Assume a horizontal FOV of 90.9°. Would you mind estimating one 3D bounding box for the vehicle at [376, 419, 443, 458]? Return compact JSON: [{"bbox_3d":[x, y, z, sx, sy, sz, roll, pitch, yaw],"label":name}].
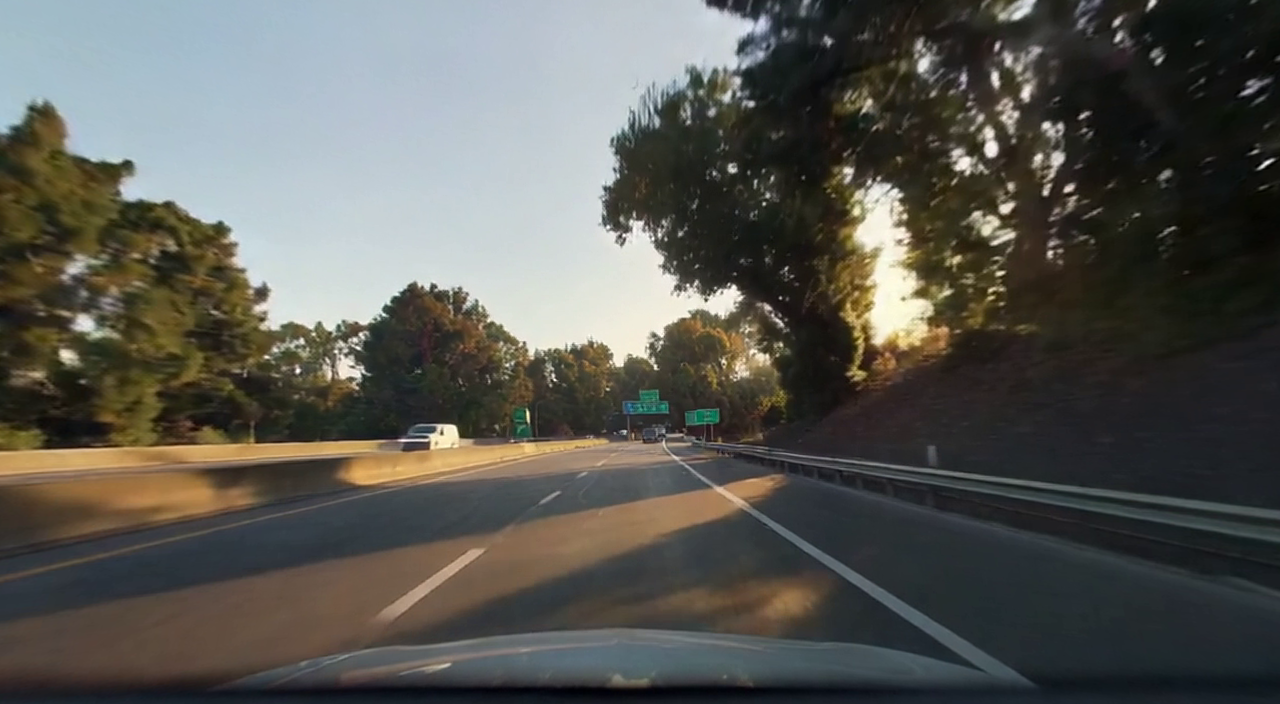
[{"bbox_3d":[-16.286,6.154,45.064,2.216,2.530,6.587,0,-8,1],"label":"vehicle"}]
